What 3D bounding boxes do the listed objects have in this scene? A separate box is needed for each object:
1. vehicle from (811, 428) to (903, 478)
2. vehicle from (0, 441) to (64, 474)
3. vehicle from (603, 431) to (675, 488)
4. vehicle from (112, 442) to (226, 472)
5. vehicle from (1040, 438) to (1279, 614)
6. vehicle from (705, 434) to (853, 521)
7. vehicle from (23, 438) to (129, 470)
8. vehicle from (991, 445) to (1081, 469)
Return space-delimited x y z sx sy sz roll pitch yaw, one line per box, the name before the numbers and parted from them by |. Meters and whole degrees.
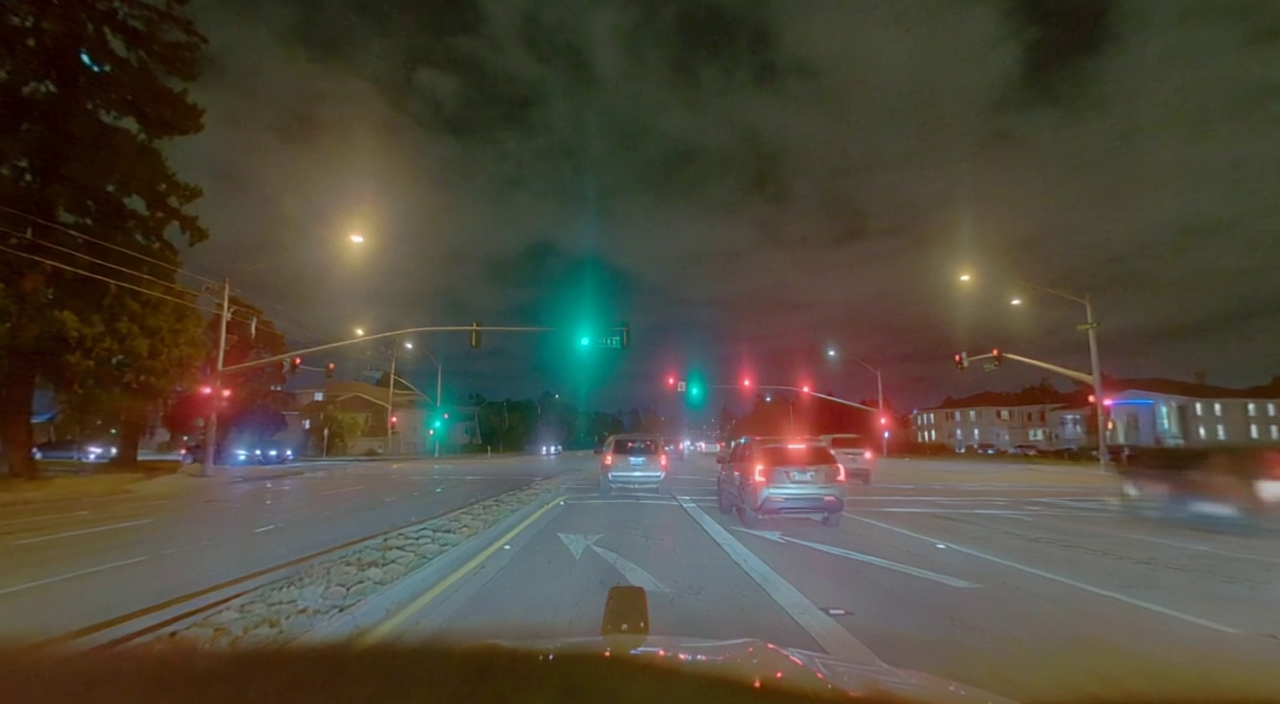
vehicle | 9.448 4.454 27.979 2.207 1.990 5.173 0 -8 0
vehicle | -35.031 5.767 34.710 4.465 1.693 1.959 2 -9 -1
vehicle | -0.134 3.512 20.906 2.099 1.705 4.020 0 -8 -4
vehicle | -26.342 5.880 35.409 4.724 1.630 1.968 0 -8 -3
vehicle | 6.266 1.569 6.080 1.900 1.440 4.466 0 -8 1
vehicle | 2.614 2.481 13.064 2.009 1.480 4.423 0 -8 -1
vehicle | -36.866 6.630 41.273 4.771 1.778 2.032 3 -8 -3
vehicle | 29.728 7.887 47.404 5.366 1.653 2.044 1 -9 -1
